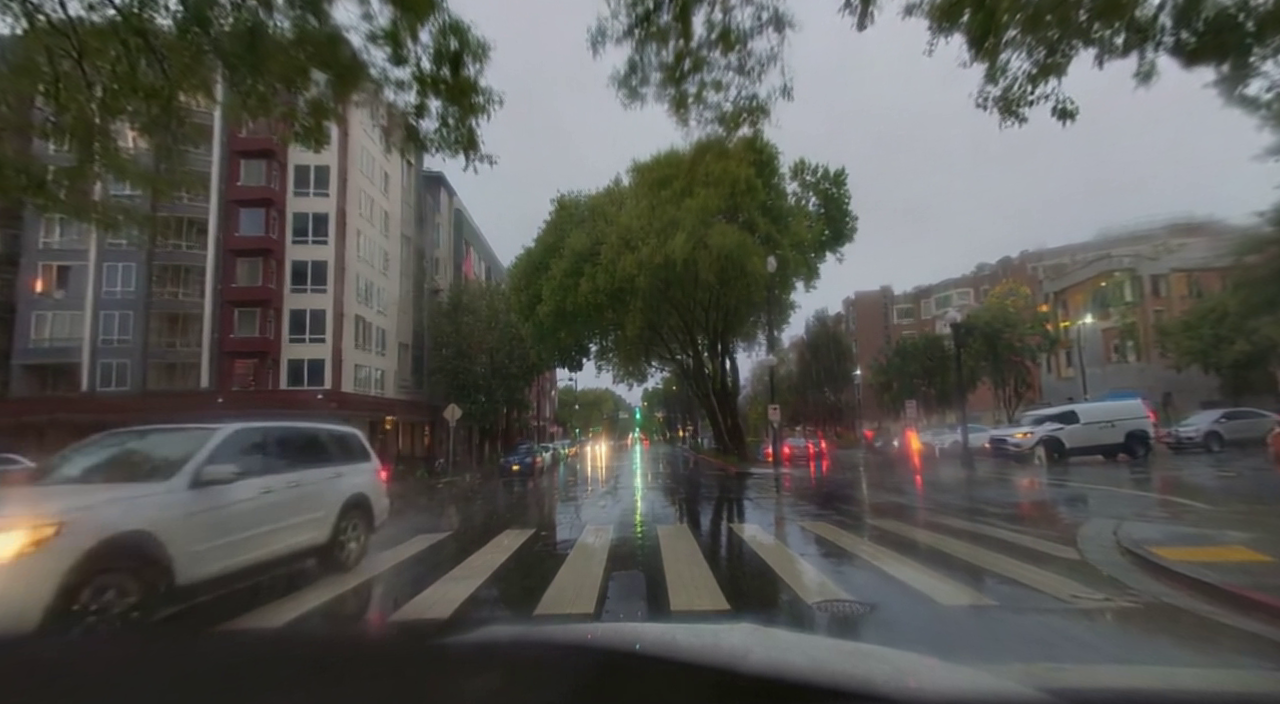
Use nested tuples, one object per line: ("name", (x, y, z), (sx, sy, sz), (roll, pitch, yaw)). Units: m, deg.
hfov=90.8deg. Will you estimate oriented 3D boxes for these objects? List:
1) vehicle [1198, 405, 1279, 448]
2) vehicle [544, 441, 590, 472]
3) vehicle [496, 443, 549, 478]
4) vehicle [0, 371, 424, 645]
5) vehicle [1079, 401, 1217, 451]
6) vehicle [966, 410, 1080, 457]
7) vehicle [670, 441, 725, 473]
("vehicle", (27.844, 3.323, 27.892), (1.894, 1.757, 4.692), (0, -9, -3))
("vehicle", (-4.410, 6.364, 38.619), (2.102, 1.768, 4.290), (-1, -8, 3))
("vehicle", (-7.572, 7.030, 41.277), (2.193, 1.814, 5.061), (-9, -9, 0))
("vehicle", (-4.897, 1.595, 7.496), (2.395, 1.865, 5.982), (-5, -9, 2))
("vehicle", (22.332, 3.400, 28.128), (2.137, 1.962, 4.988), (-1, -9, 3))
("vehicle", (16.770, 3.663, 27.981), (2.041, 1.921, 4.574), (0, -9, -2))
("vehicle", (3.205, 5.687, 34.385), (1.942, 1.603, 3.785), (-4, -9, 22))
